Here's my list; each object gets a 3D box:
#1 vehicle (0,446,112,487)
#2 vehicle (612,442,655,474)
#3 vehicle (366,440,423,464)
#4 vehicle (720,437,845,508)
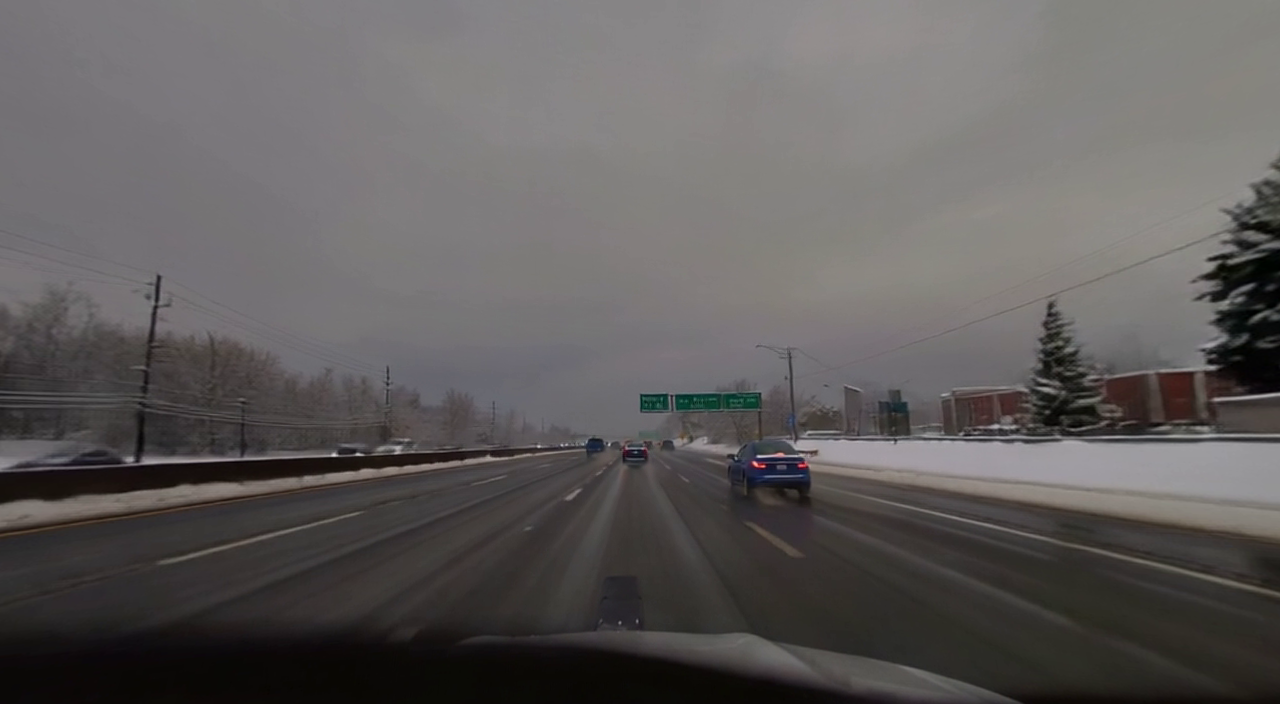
[{"bbox_3d":[-27.621,5.218,29.180,2.085,1.710,4.800,0,-8,0],"label":"vehicle"},{"bbox_3d":[-0.337,5.333,31.890,2.019,1.472,3.971,0,-8,-1],"label":"vehicle"},{"bbox_3d":[-16.877,6.888,43.528,1.995,1.569,4.734,0,-8,0],"label":"vehicle"},{"bbox_3d":[3.399,2.957,16.017,1.995,1.533,4.463,0,-8,-2],"label":"vehicle"}]
